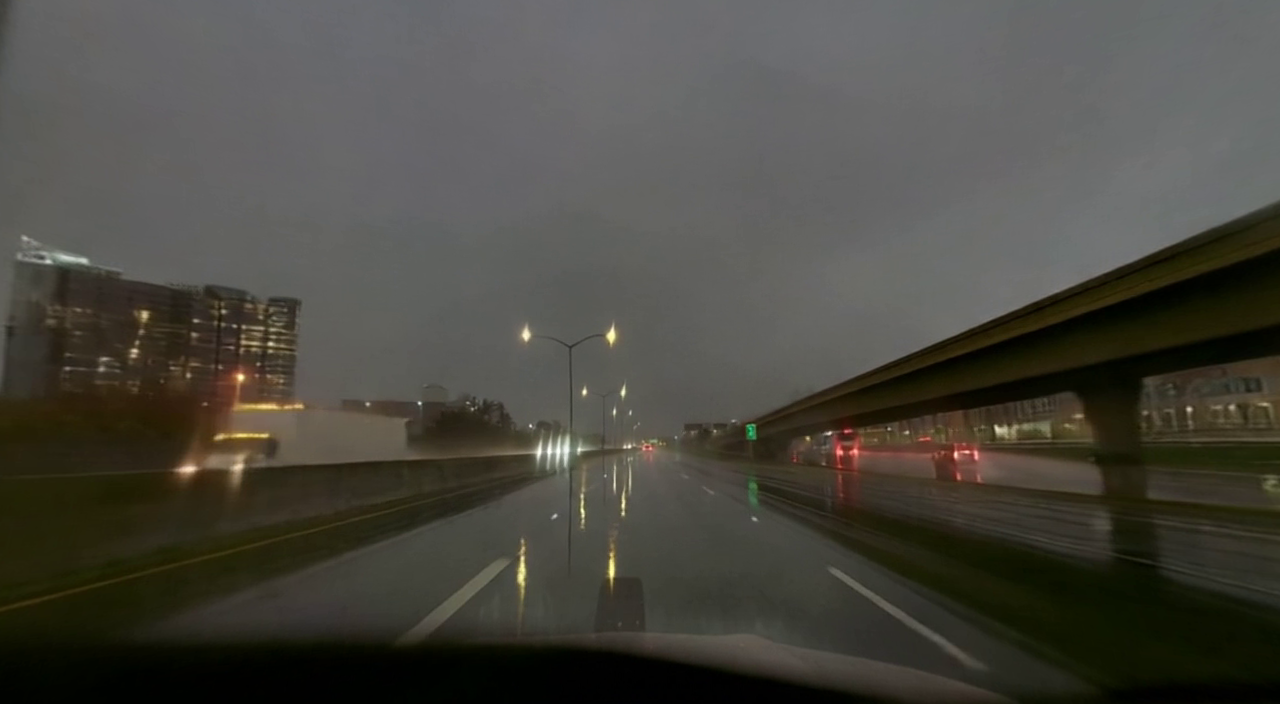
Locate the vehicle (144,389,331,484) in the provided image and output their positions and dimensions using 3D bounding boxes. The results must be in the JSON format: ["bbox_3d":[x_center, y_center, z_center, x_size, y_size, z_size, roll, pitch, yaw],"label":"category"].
[{"bbox_3d":[-17.848,3.912,28.996,3.120,3.701,8.247,0,-9,-1],"label":"vehicle"}]
